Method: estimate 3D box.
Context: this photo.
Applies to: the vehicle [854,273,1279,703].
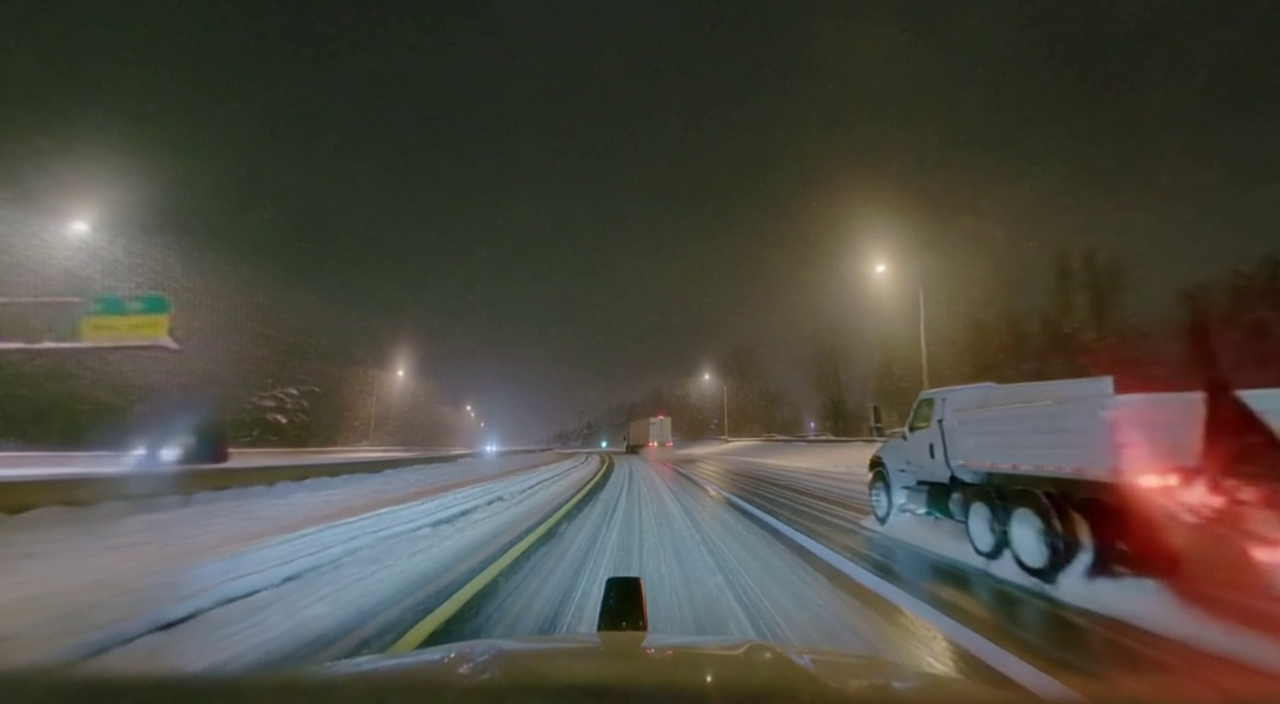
[{"bbox_3d":[4.010,1.008,5.357,2.383,1.959,5.669,0,-8,0],"label":"vehicle"}]
